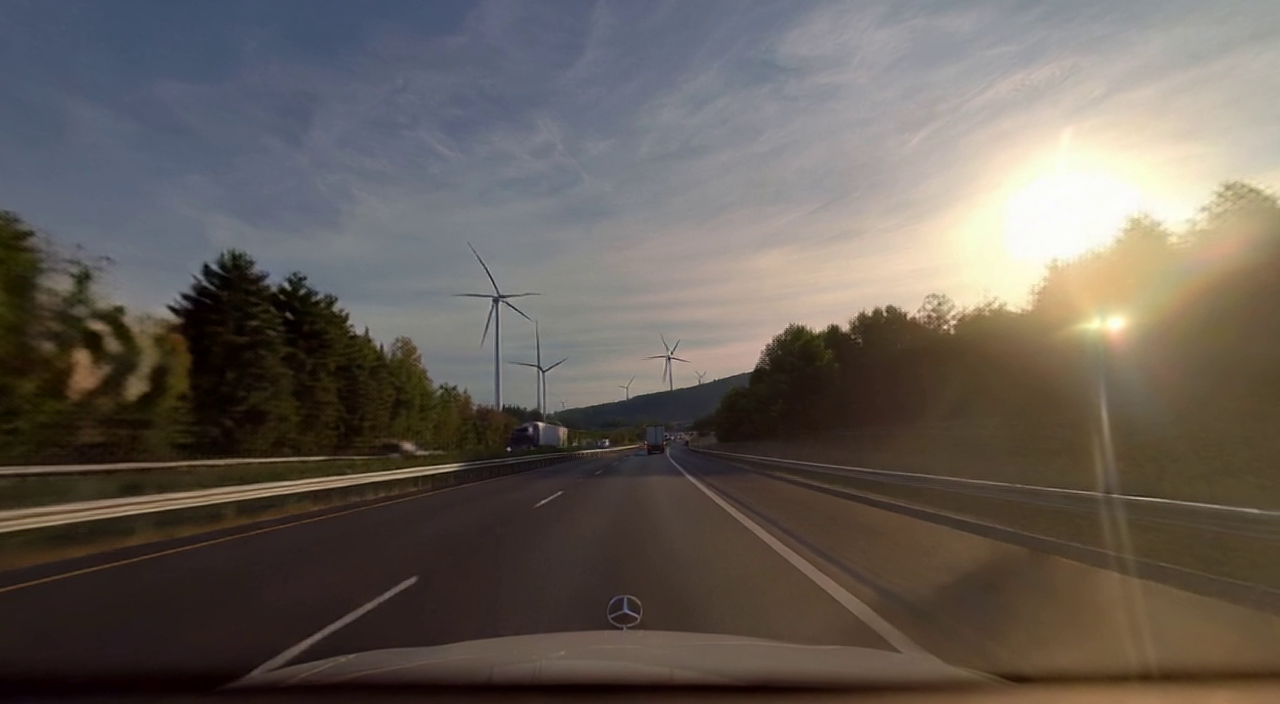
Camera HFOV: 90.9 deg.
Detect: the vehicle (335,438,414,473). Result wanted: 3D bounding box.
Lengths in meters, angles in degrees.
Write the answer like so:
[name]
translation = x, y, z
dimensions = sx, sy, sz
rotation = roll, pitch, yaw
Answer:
[vehicle]
translation = -12.978, 5.106, 31.155
dimensions = 1.957, 1.611, 4.361
rotation = 0, -9, 1
